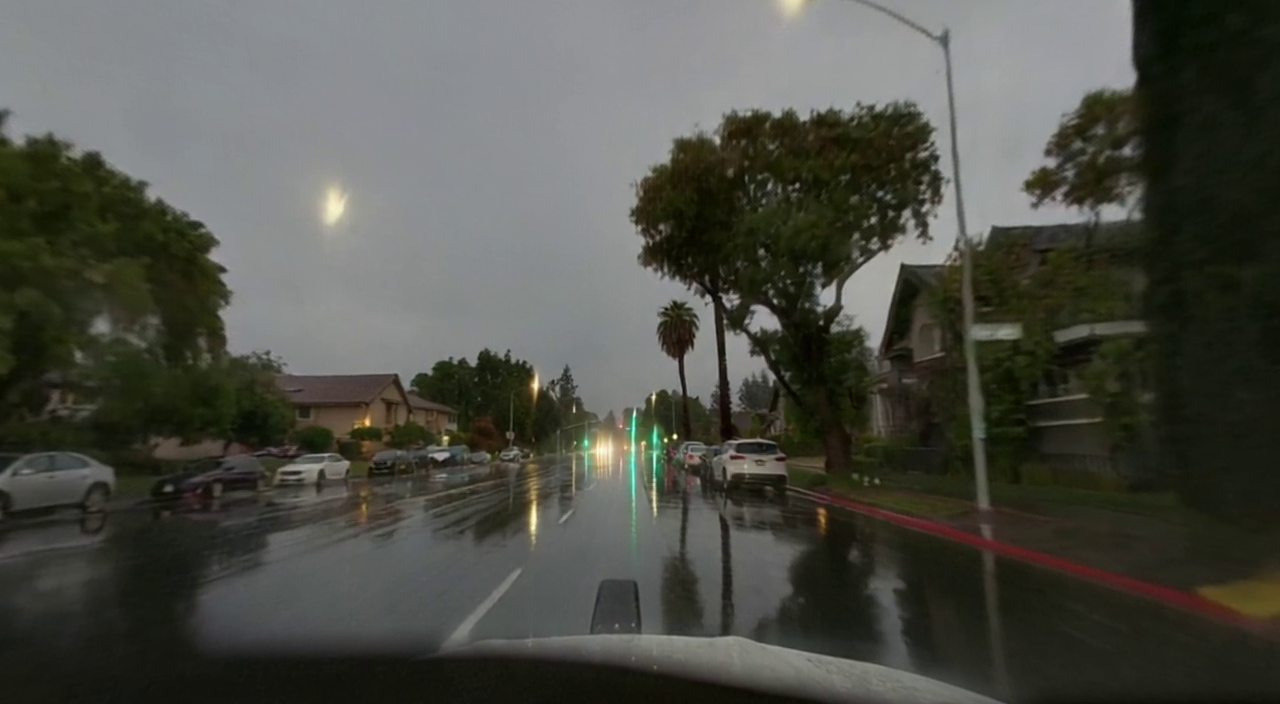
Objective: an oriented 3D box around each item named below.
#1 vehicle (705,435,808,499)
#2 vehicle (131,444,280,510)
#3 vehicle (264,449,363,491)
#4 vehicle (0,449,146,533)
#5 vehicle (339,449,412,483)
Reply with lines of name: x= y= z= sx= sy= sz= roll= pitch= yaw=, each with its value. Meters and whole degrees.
vehicle: x=3.451 y=3.540 z=19.949 sx=2.221 sy=1.718 sz=5.192 roll=0 pitch=-9 yaw=-1
vehicle: x=-13.660 y=3.885 z=20.228 sx=1.844 sy=1.764 sz=4.183 roll=-1 pitch=-7 yaw=-1
vehicle: x=-13.735 y=4.974 z=26.926 sx=1.921 sy=1.498 sz=4.460 roll=0 pitch=-7 yaw=-1
vehicle: x=-13.545 y=2.961 z=13.692 sx=2.131 sy=1.492 sz=4.310 roll=-1 pitch=-7 yaw=1
vehicle: x=-13.734 y=5.900 z=33.086 sx=1.899 sy=1.474 sz=4.529 roll=-1 pitch=-7 yaw=-1
